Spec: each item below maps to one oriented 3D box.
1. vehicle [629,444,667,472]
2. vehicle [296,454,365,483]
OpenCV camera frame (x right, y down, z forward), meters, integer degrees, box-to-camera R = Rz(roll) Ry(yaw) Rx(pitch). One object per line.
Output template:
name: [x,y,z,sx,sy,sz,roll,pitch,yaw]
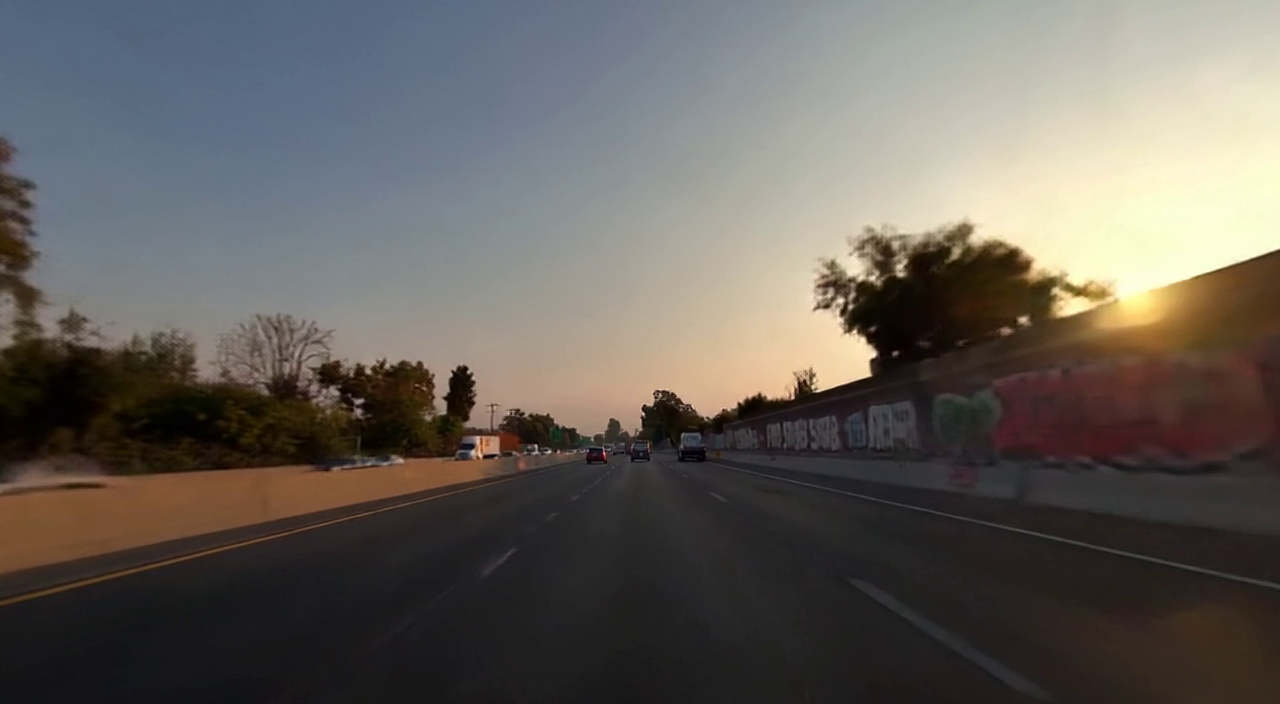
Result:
vehicle: [0.403,5.969,35.596,2.009,1.506,4.091,0,-9,0]
vehicle: [-16.479,6.187,33.733,1.775,1.455,3.730,0,-9,0]
